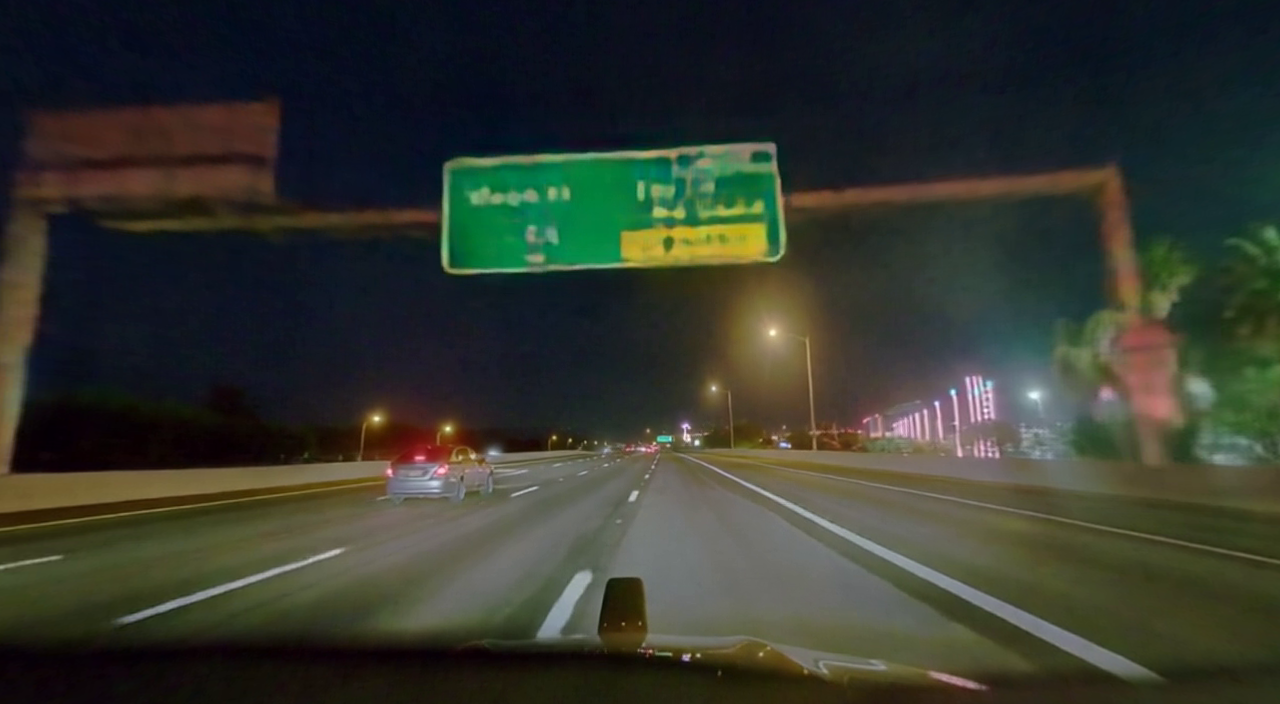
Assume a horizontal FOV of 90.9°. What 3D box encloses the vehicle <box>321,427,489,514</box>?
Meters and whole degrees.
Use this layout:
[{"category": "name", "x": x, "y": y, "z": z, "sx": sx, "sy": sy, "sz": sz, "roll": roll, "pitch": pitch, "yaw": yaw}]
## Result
[{"category": "vehicle", "x": -5.511, "y": 2.846, "z": 15.643, "sx": 2.145, "sy": 1.793, "sz": 4.762, "roll": -1, "pitch": -8, "yaw": 3}]
